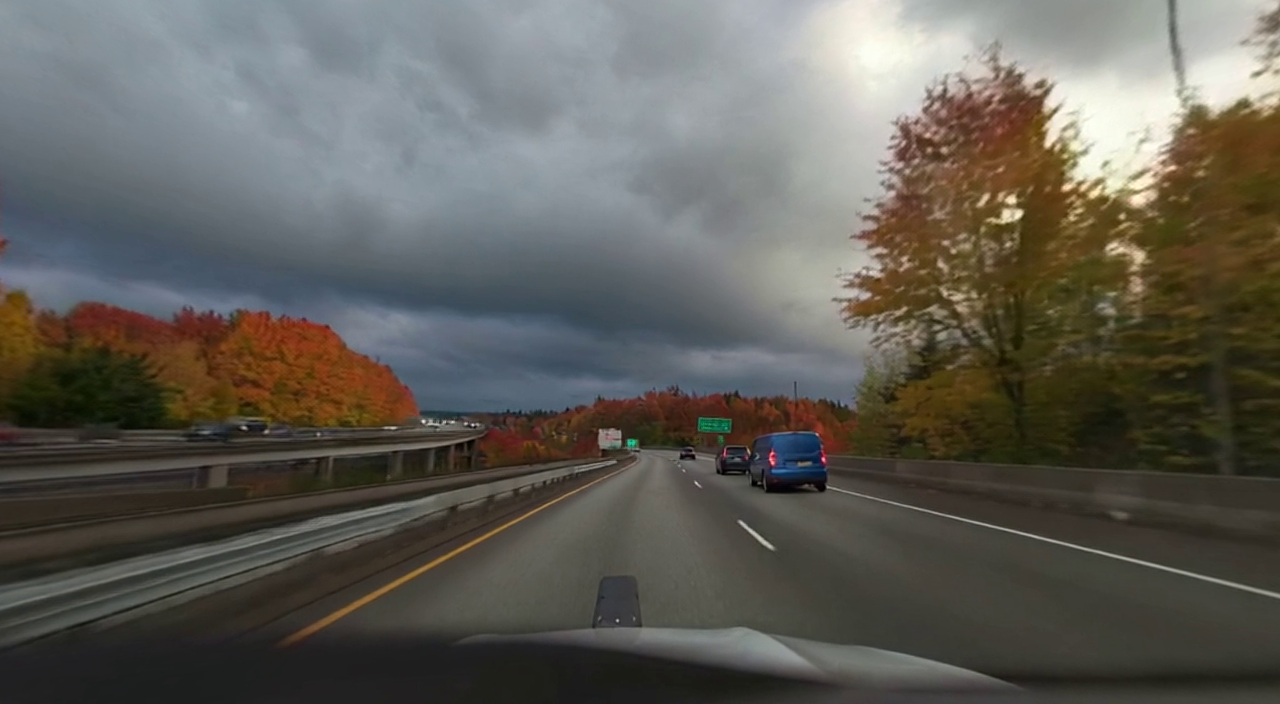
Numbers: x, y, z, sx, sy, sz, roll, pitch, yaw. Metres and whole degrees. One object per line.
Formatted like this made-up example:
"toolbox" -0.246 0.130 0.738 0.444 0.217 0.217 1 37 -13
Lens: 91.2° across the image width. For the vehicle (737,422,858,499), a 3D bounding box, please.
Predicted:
"vehicle" 4.380 3.137 18.387 2.205 1.923 4.956 0 -9 0
